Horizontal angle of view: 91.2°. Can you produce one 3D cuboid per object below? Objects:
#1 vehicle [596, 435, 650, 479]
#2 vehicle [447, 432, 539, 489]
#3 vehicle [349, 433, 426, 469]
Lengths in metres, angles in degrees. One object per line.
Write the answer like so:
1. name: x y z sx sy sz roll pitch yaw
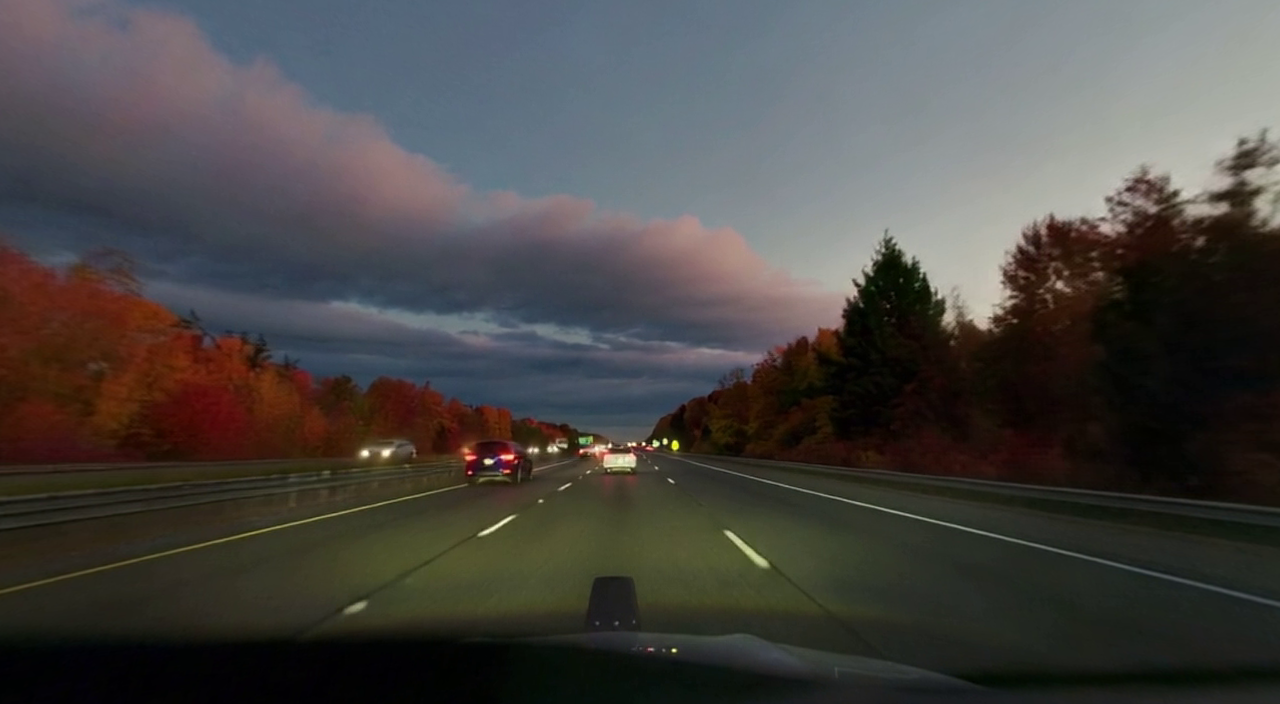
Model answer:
1. vehicle: -0.700 4.395 26.385 2.115 1.661 4.049 0 -9 -1
2. vehicle: -4.814 3.642 21.285 1.974 1.688 4.727 -1 -9 0
3. vehicle: -12.669 5.020 31.740 2.032 1.672 4.515 -1 -9 0
